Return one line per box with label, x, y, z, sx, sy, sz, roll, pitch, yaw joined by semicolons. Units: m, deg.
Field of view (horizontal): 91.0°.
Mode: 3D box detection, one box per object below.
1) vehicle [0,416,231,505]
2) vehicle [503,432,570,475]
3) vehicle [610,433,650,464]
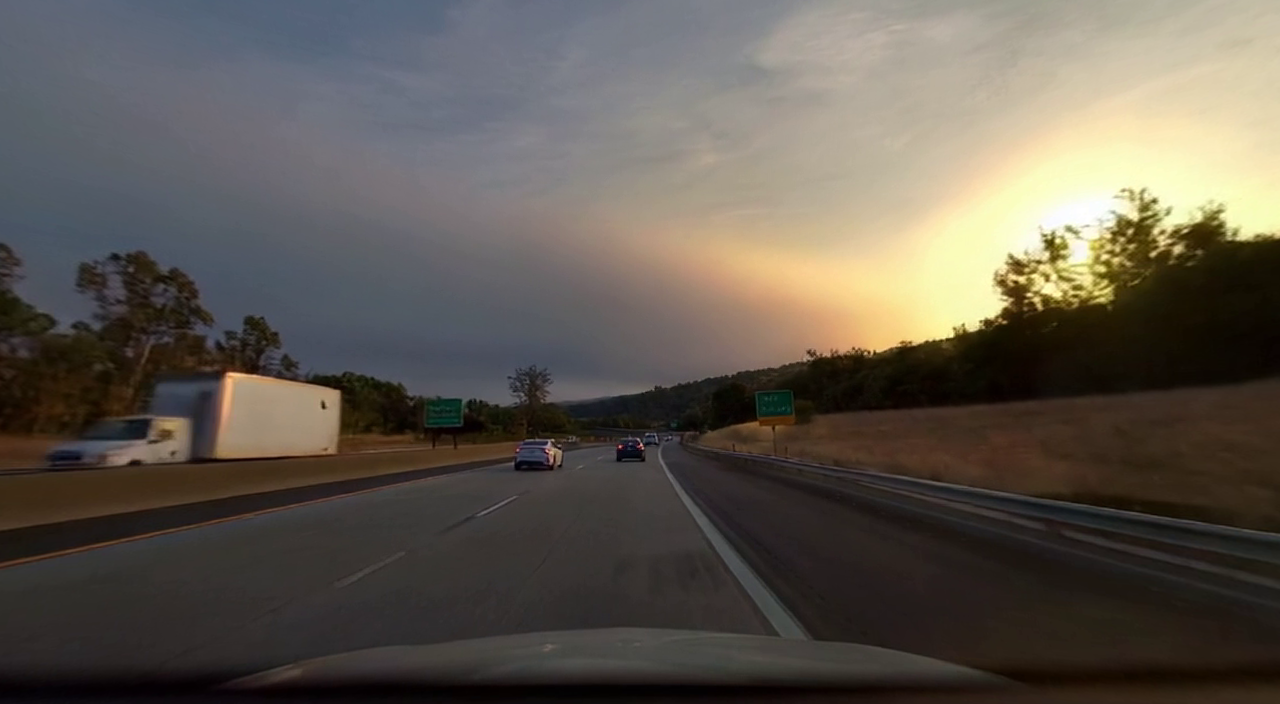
vehicle;-15.490;3.150;18.846;2.565;2.213;5.866;-1;-8;0
vehicle;-4.338;4.338;27.098;2.075;1.653;4.317;-1;-8;2
vehicle;-0.546;5.458;35.729;2.146;1.636;4.026;-1;-8;0
